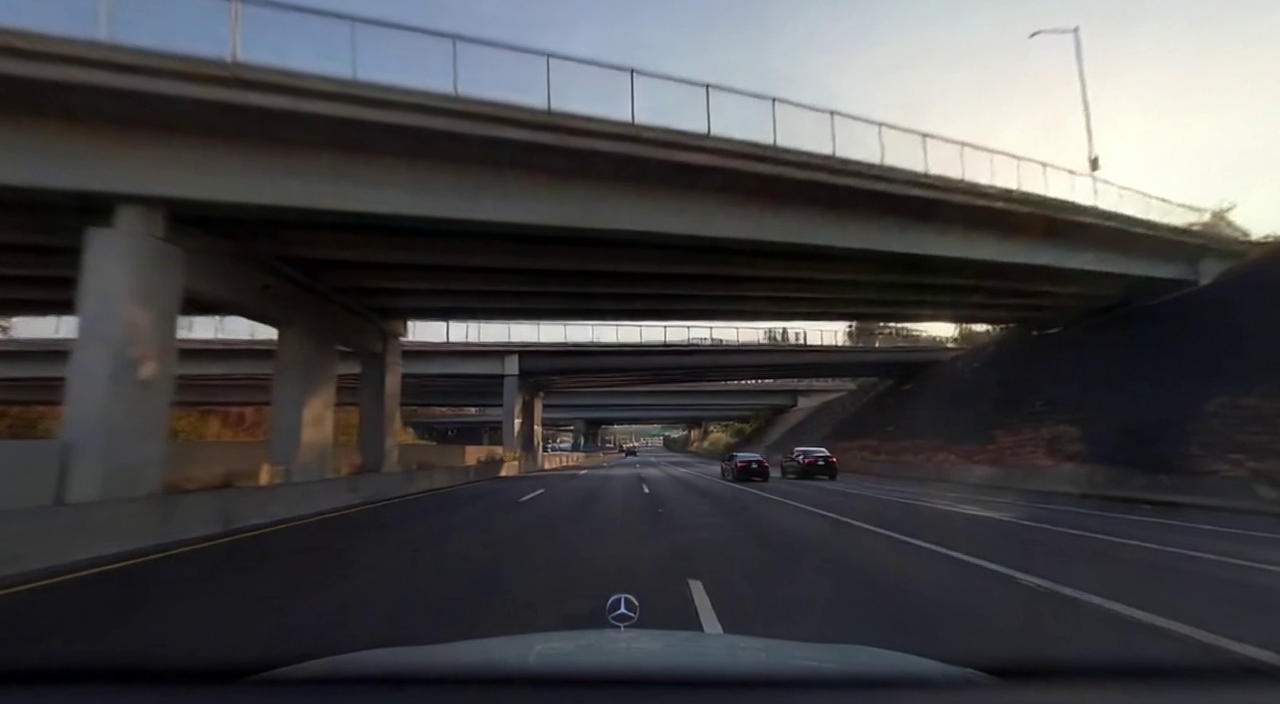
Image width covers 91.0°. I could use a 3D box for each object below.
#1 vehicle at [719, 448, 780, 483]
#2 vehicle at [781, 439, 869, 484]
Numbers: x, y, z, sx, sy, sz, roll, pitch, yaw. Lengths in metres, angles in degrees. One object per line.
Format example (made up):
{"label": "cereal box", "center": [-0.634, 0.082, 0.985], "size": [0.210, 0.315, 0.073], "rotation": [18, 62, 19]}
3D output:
{"label": "vehicle", "center": [5.228, 5.487, 30.729], "size": [2.053, 1.553, 4.463], "rotation": [0, -9, -1]}
{"label": "vehicle", "center": [8.731, 5.222, 30.329], "size": [2.387, 1.936, 5.646], "rotation": [0, -9, -1]}
